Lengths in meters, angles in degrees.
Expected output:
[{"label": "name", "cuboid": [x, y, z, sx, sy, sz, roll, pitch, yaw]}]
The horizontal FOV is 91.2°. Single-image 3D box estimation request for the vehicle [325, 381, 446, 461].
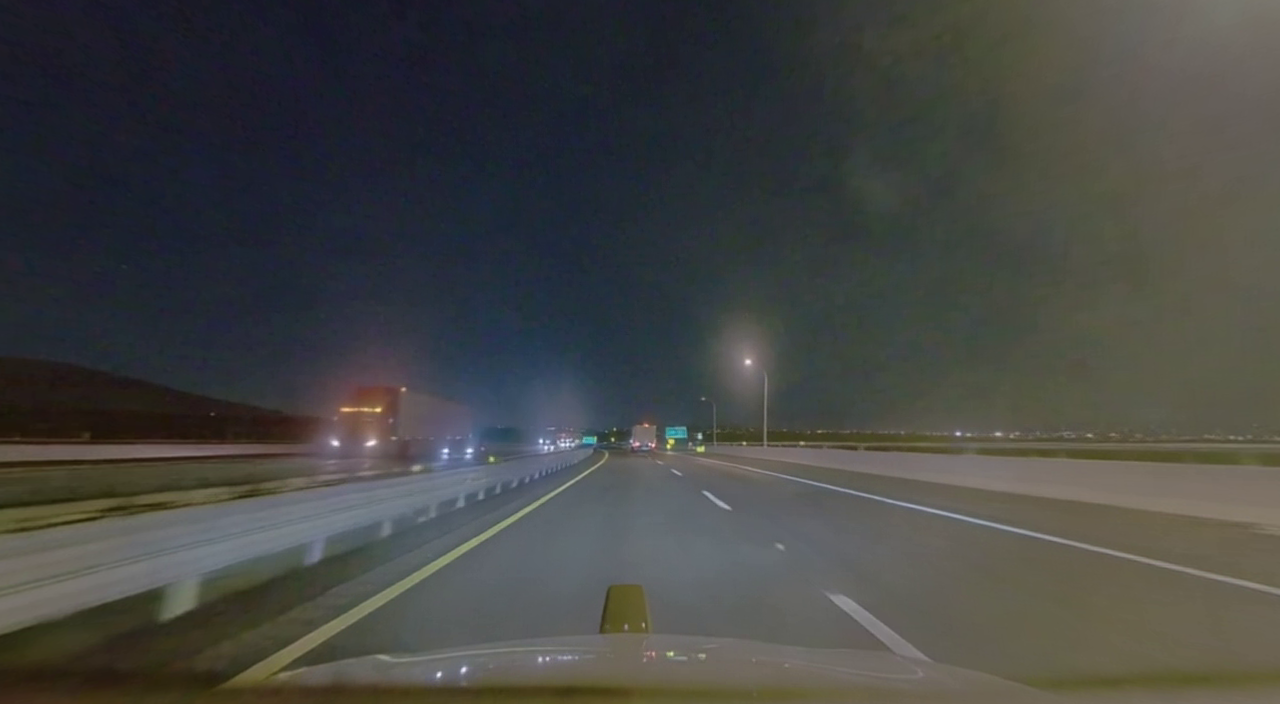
[{"label": "vehicle", "cuboid": [-16.645, 4.785, 42.727, 3.039, 4.546, 13.279, 1, -7, -2]}]
